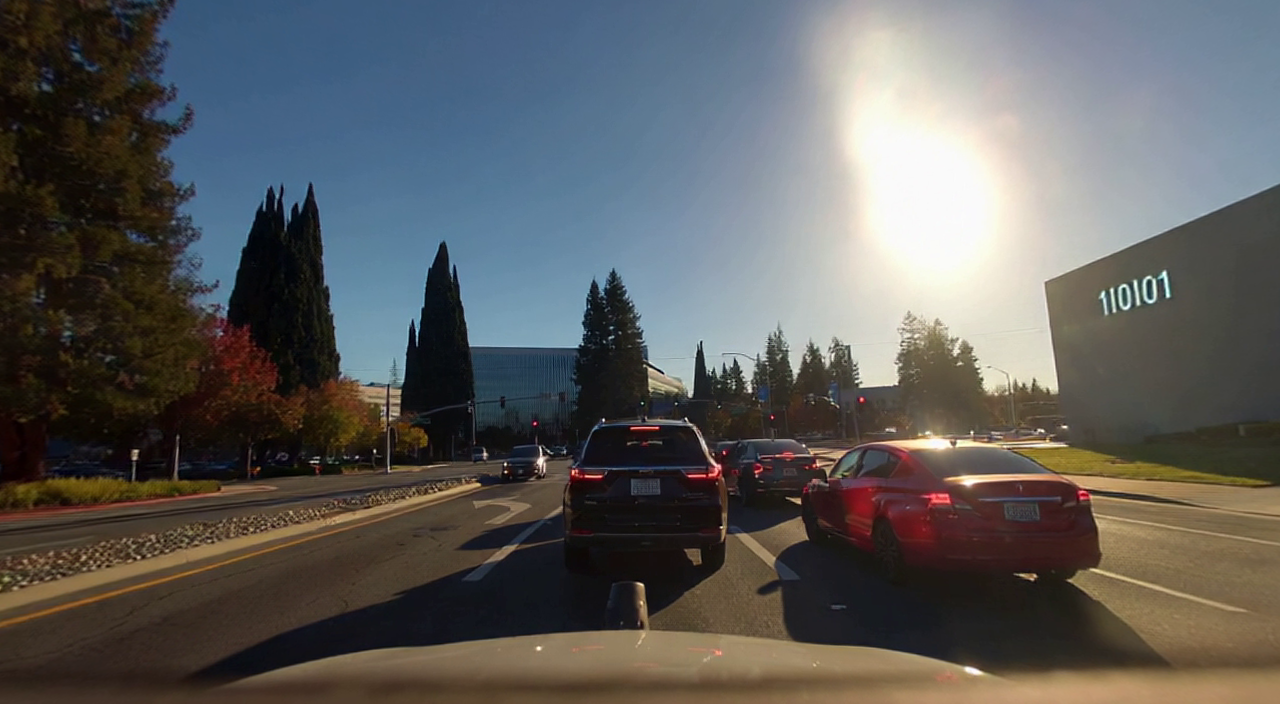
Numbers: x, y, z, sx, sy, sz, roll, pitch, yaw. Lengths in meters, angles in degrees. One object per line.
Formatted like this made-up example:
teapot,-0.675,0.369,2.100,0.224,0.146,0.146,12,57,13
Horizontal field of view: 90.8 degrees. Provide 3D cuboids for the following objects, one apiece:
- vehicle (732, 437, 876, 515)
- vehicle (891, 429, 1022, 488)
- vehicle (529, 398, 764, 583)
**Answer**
vehicle,3.480,2.715,14.368,1.997,1.471,4.321,0,-9,-2
vehicle,10.852,3.695,22.133,2.123,1.812,4.553,0,-9,-1
vehicle,0.053,1.653,8.256,2.266,1.762,4.131,0,-9,0
